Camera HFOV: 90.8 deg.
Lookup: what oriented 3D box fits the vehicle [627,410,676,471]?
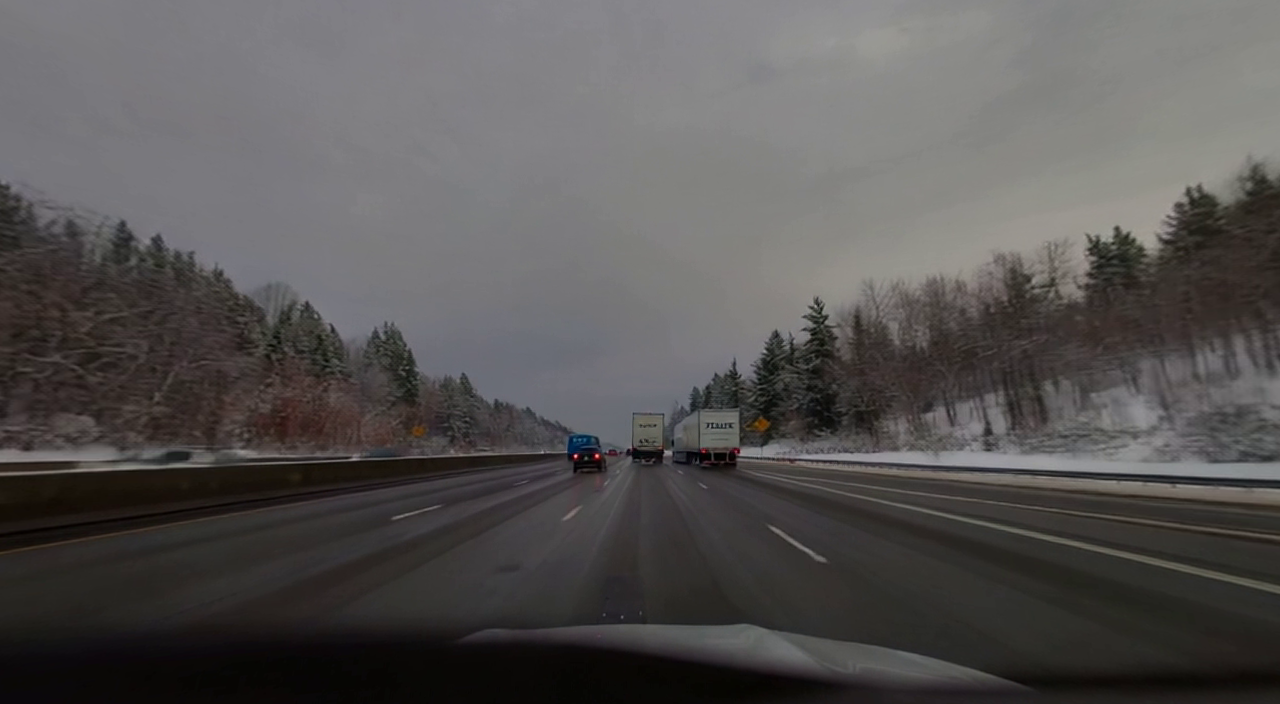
[{"bbox_3d":[0.745,6.724,47.296,3.201,4.019,10.918,0,-9,0],"label":"vehicle"}]

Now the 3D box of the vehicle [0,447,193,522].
[{"bbox_3d":[-13.263,3.018,14.972,1.901,1.465,4.583,0,-9,1],"label":"vehicle"}]

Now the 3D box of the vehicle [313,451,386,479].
[{"bbox_3d":[-16.449,6.405,36.010,1.899,1.503,4.577,0,-9,1],"label":"vehicle"}]

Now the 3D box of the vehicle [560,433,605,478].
[{"bbox_3d":[-2.975,5.462,33.428,2.033,2.234,3.490,0,-9,0],"label":"vehicle"}]

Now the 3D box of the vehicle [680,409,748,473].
[{"bbox_3d":[5.184,6.808,47.626,3.319,4.075,14.516,0,-9,0],"label":"vehicle"}]
